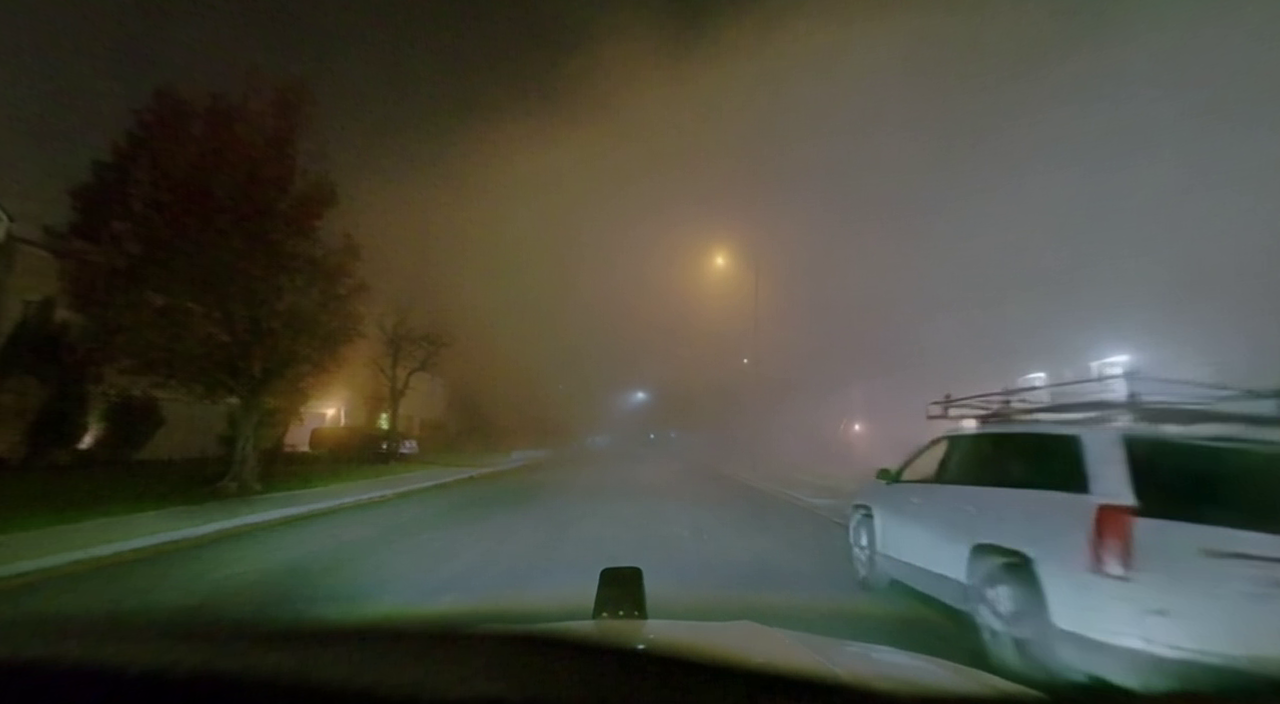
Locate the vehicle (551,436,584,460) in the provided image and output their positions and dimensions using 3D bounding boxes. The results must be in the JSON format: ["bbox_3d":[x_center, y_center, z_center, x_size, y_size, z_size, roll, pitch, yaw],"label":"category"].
[{"bbox_3d":[-5.641,7.535,49.374,1.998,1.742,4.210,0,-8,1],"label":"vehicle"}]

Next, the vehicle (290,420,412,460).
[{"bbox_3d":[-14.197,4.362,31.064,4.928,1.844,2.163,1,-8,-3],"label":"vehicle"}]

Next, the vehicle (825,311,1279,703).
[{"bbox_3d":[3.230,1.183,4.774,2.122,1.997,4.800,0,-8,-1],"label":"vehicle"}]
